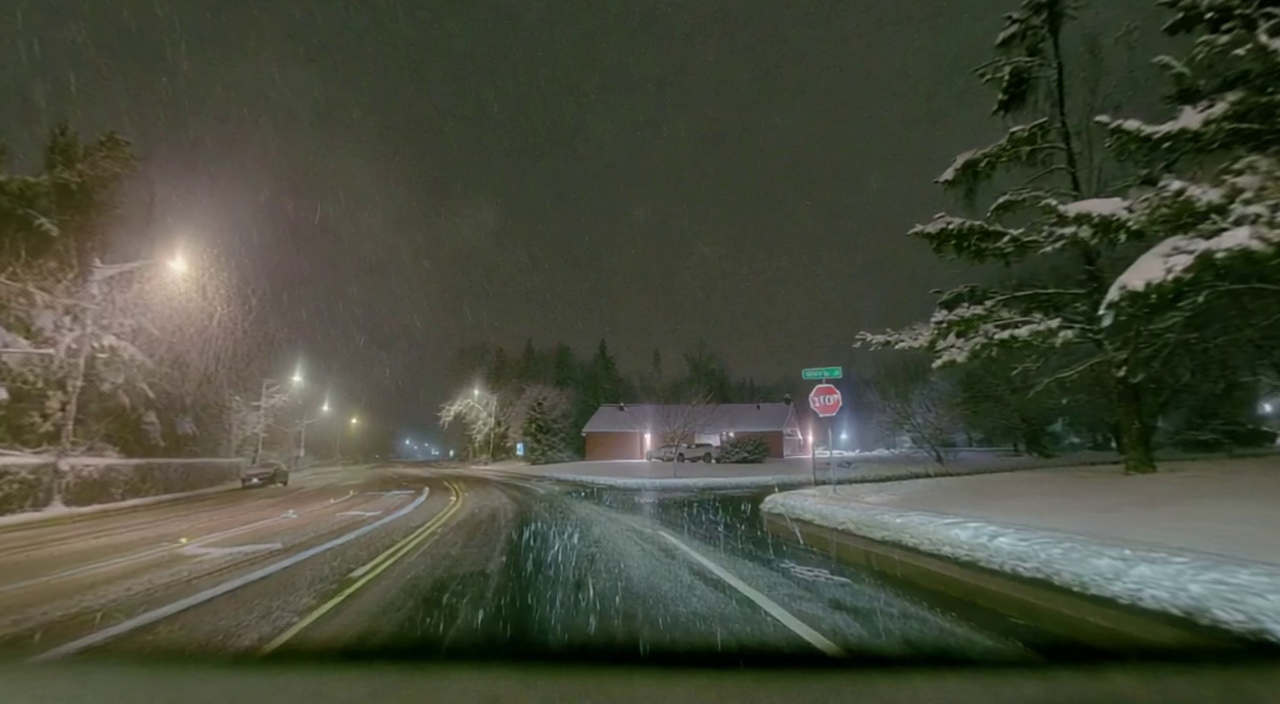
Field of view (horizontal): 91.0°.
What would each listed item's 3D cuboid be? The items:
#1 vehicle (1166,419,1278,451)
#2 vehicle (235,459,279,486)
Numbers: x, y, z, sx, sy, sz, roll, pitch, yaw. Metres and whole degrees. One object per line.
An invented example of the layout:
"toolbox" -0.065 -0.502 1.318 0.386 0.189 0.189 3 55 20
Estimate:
"vehicle" 34.954 5.070 37.950 1.811 1.793 4.479 5 -10 -30
"vehicle" -26.108 8.230 43.030 1.952 1.632 4.200 1 -11 -23
